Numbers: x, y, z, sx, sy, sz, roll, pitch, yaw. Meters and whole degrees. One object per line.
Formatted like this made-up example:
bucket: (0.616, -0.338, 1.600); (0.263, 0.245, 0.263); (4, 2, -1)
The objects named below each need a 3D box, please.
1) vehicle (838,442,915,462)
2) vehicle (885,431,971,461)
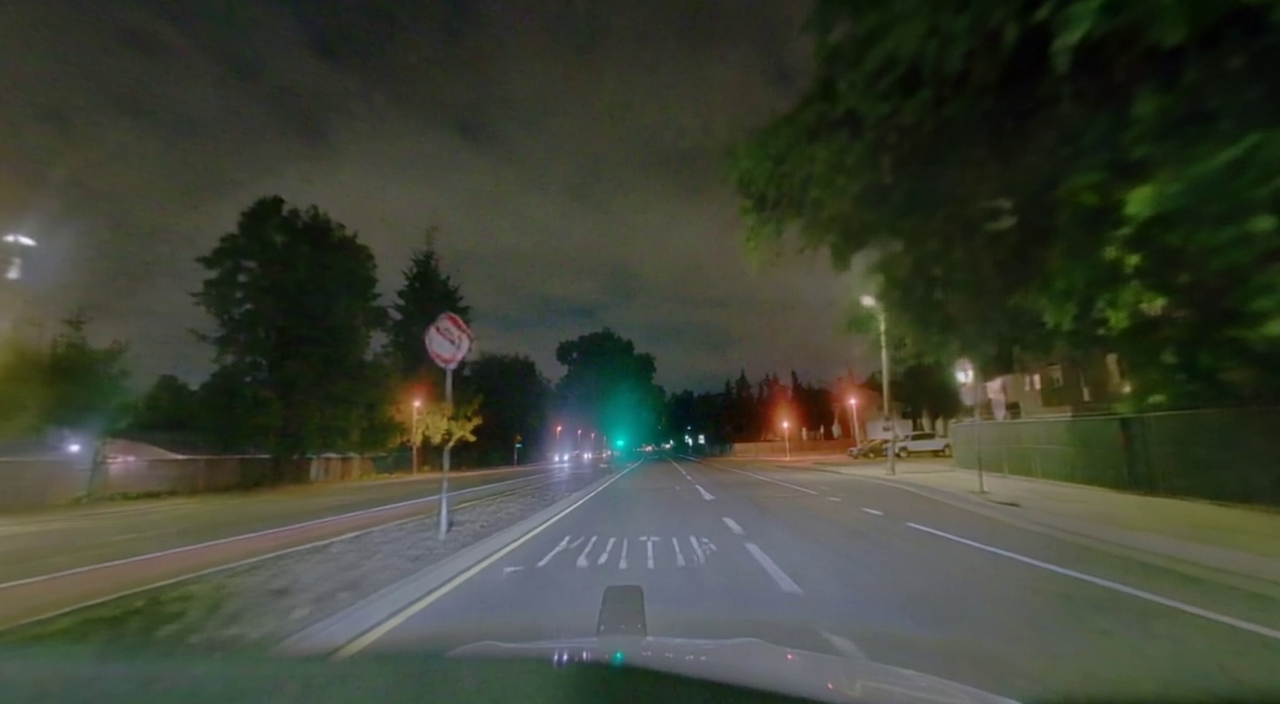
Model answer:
vehicle: (18.361, 7.754, 48.852); (5.126, 1.469, 2.009); (0, -8, 0)
vehicle: (18.732, 6.130, 40.962); (4.611, 1.920, 2.043); (0, -8, -2)
